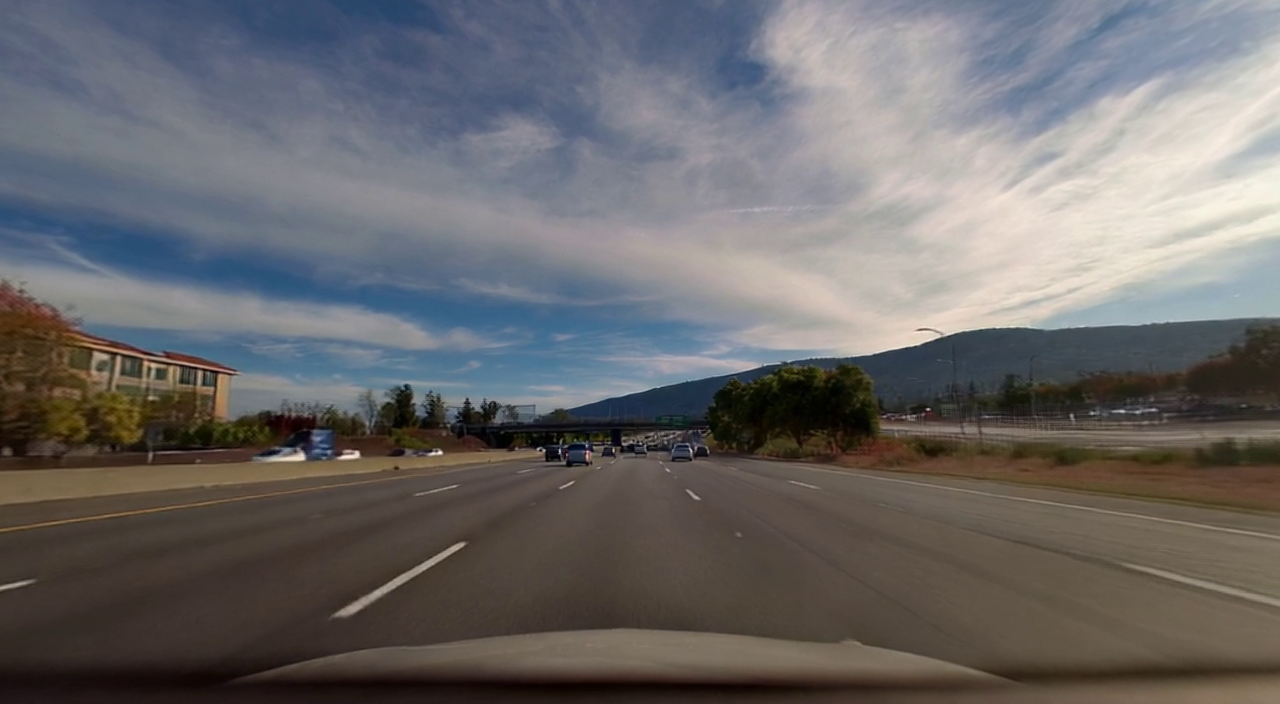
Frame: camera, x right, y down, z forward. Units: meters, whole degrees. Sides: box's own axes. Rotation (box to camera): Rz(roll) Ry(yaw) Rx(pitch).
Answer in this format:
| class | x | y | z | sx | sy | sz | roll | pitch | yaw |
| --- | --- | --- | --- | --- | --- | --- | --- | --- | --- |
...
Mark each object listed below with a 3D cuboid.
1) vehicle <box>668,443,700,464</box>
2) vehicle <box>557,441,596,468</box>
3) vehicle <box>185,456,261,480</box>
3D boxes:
| class | x | y | z | sx | sy | sz | roll | pitch | yaw |
| --- | --- | --- | --- | --- | --- | --- | --- | --- | --- |
| vehicle | 3.154 | 7.404 | 46.194 | 1.967 | 1.475 | 4.080 | 0 | -8 | -2 |
| vehicle | -4.291 | 7.009 | 43.416 | 2.179 | 1.693 | 4.204 | 0 | -8 | 1 |
| vehicle | -27.684 | 7.691 | 42.165 | 1.841 | 1.457 | 4.742 | 0 | -8 | 0 |
